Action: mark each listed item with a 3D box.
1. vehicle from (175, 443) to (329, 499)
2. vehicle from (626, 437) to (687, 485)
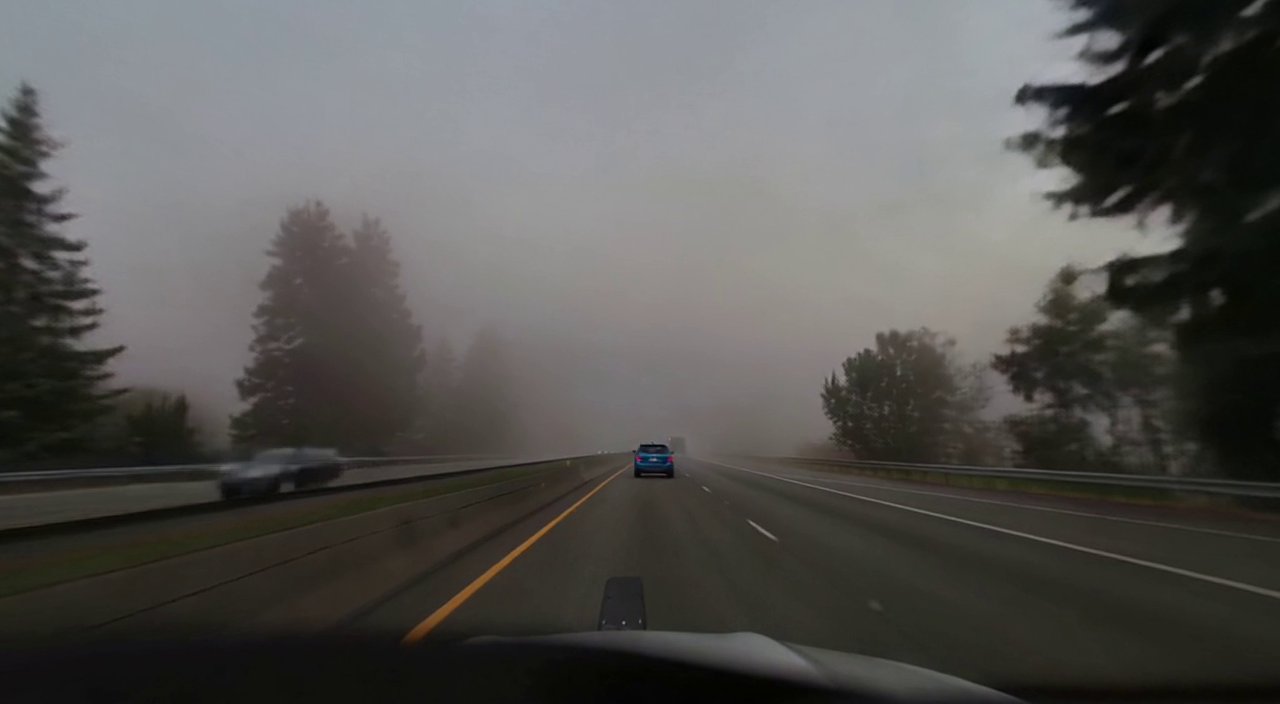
[{"bbox_3d":[-11.512,3.533,19.111,1.995,1.478,4.157,0,-9,1],"label":"vehicle"},{"bbox_3d":[0.617,4.265,24.794,2.190,1.706,4.062,0,-9,1],"label":"vehicle"}]
